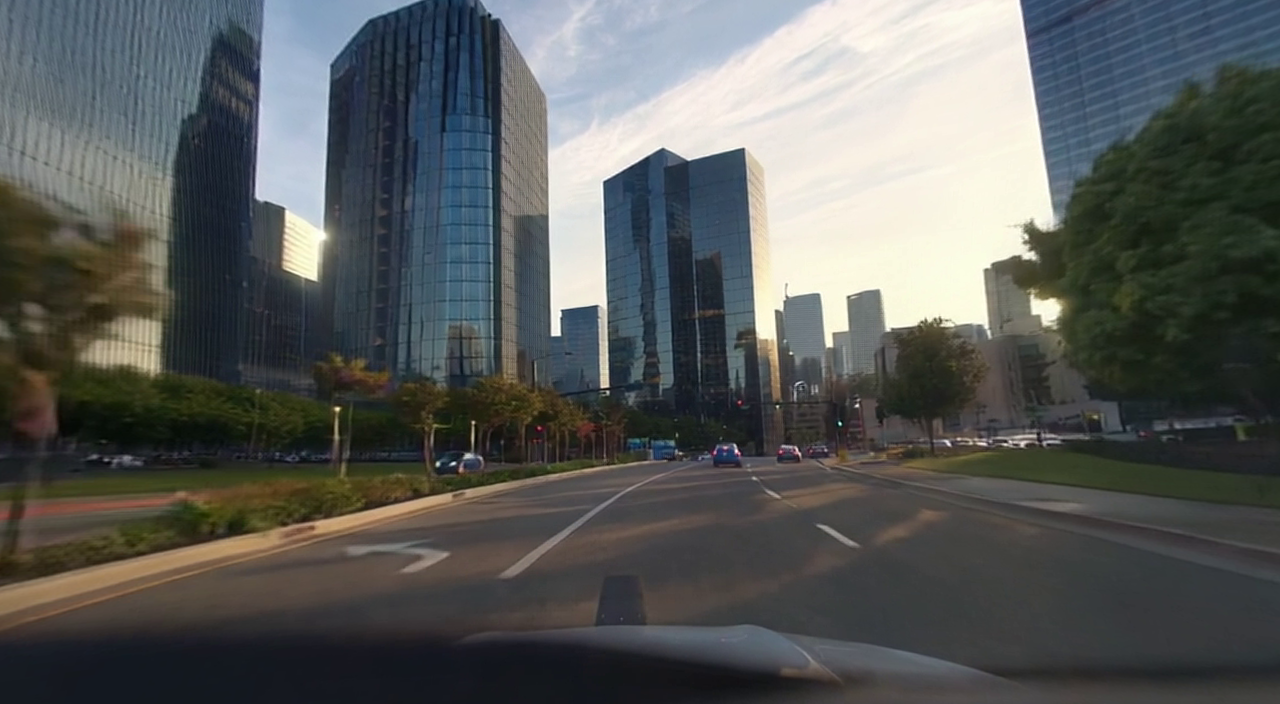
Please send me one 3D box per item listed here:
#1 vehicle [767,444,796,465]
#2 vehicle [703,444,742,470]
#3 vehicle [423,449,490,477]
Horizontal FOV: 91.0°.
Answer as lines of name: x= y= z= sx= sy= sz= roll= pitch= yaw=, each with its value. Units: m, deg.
vehicle: x=10.428 y=7.525 z=46.403 sx=1.916 sy=1.492 sz=3.911 roll=-2 pitch=-9 yaw=13
vehicle: x=5.136 y=6.408 z=38.726 sx=2.127 sy=1.497 sz=4.020 roll=-2 pitch=-9 yaw=11
vehicle: x=-11.351 y=6.908 z=39.373 sx=1.926 sy=1.619 sz=4.649 roll=-2 pitch=-9 yaw=13
